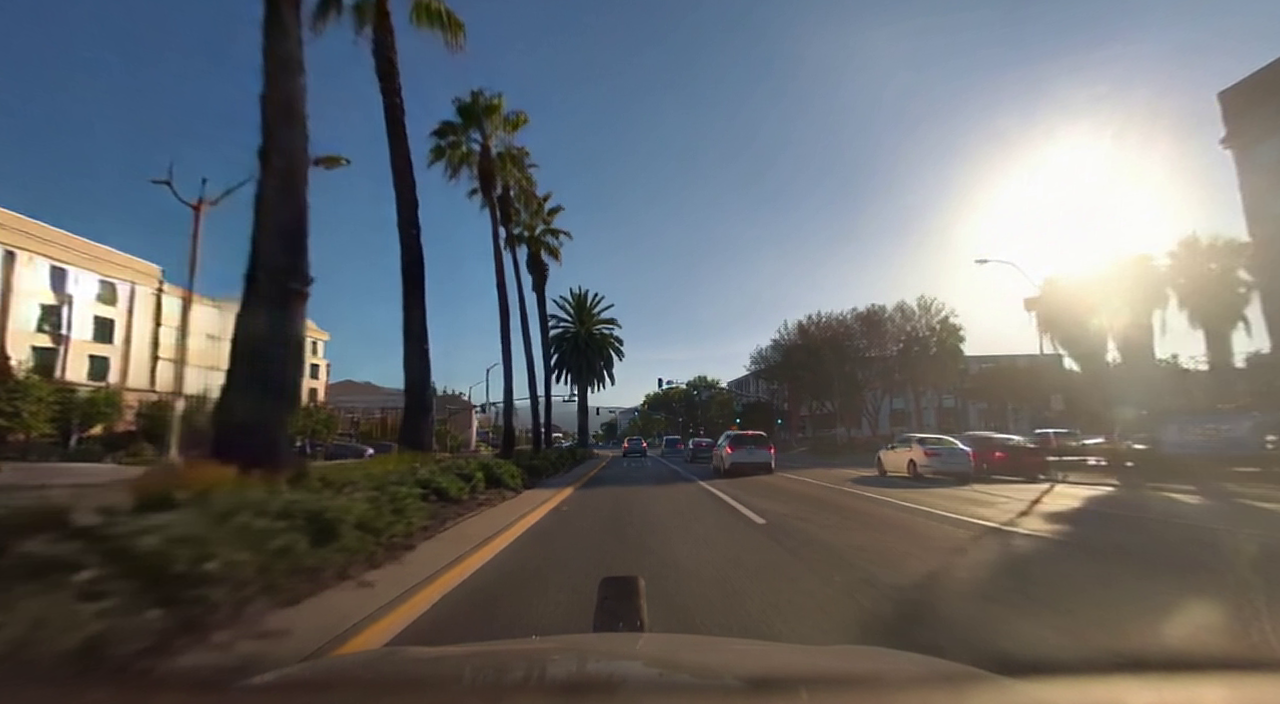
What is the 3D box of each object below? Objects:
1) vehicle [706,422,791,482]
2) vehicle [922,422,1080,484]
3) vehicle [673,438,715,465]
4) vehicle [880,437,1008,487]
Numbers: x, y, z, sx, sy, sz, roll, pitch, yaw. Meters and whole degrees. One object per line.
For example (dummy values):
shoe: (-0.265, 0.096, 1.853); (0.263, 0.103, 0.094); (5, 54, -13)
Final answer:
vehicle: (3.757, 3.584, 22.838); (2.104, 1.910, 4.693); (0, -9, -2)
vehicle: (12.719, 3.625, 22.850); (2.157, 1.937, 5.386); (0, -9, -5)
vehicle: (3.203, 6.000, 38.251); (2.010, 1.509, 4.377); (0, -9, -2)
vehicle: (9.840, 3.586, 20.925); (1.871, 1.465, 4.395); (0, -9, -3)
